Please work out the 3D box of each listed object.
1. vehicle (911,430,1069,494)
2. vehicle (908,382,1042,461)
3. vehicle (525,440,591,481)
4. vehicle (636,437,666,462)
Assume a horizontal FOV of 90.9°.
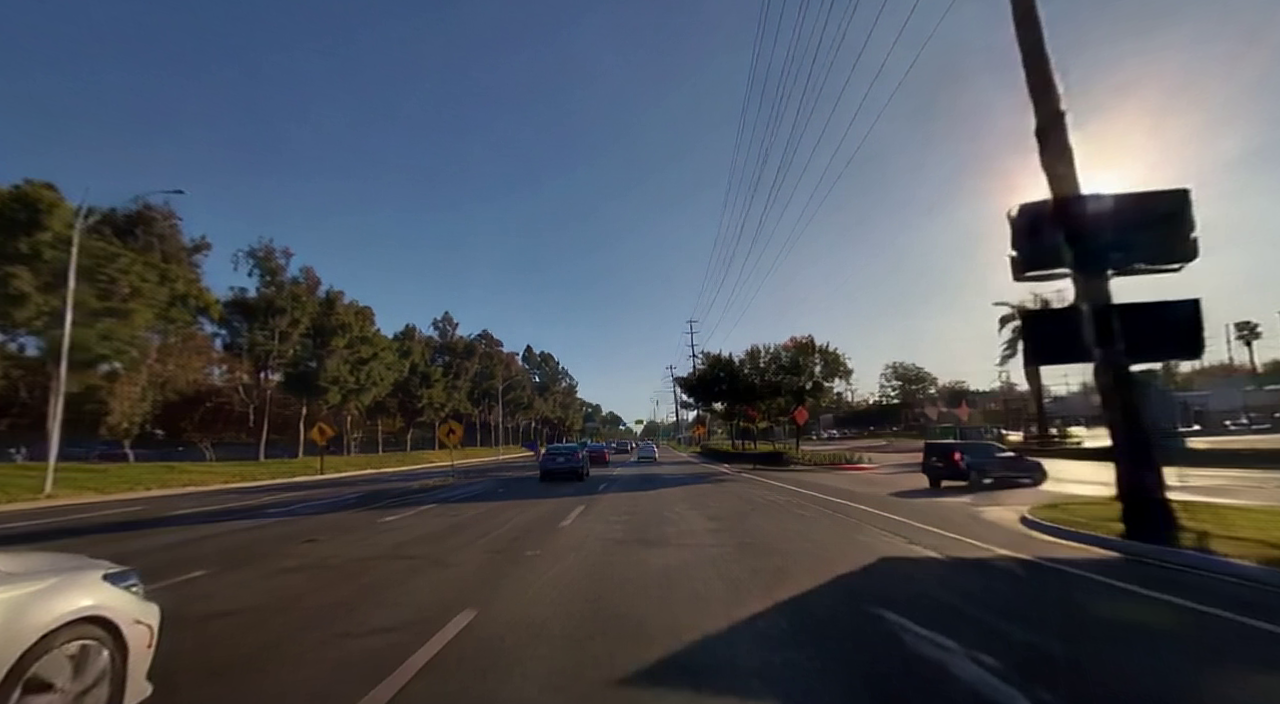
[{"bbox_3d":[9.653,2.957,17.287,4.420,1.541,2.062,6,-11,-36],"label":"vehicle"},{"bbox_3d":[19.949,4.160,38.462,2.923,4.081,8.860,-3,-5,-1],"label":"vehicle"},{"bbox_3d":[-3.122,4.265,24.980,1.982,1.451,4.152,0,-9,1],"label":"vehicle"},{"bbox_3d":[0.780,7.335,47.442,2.155,1.781,3.977,0,-9,1],"label":"vehicle"}]
